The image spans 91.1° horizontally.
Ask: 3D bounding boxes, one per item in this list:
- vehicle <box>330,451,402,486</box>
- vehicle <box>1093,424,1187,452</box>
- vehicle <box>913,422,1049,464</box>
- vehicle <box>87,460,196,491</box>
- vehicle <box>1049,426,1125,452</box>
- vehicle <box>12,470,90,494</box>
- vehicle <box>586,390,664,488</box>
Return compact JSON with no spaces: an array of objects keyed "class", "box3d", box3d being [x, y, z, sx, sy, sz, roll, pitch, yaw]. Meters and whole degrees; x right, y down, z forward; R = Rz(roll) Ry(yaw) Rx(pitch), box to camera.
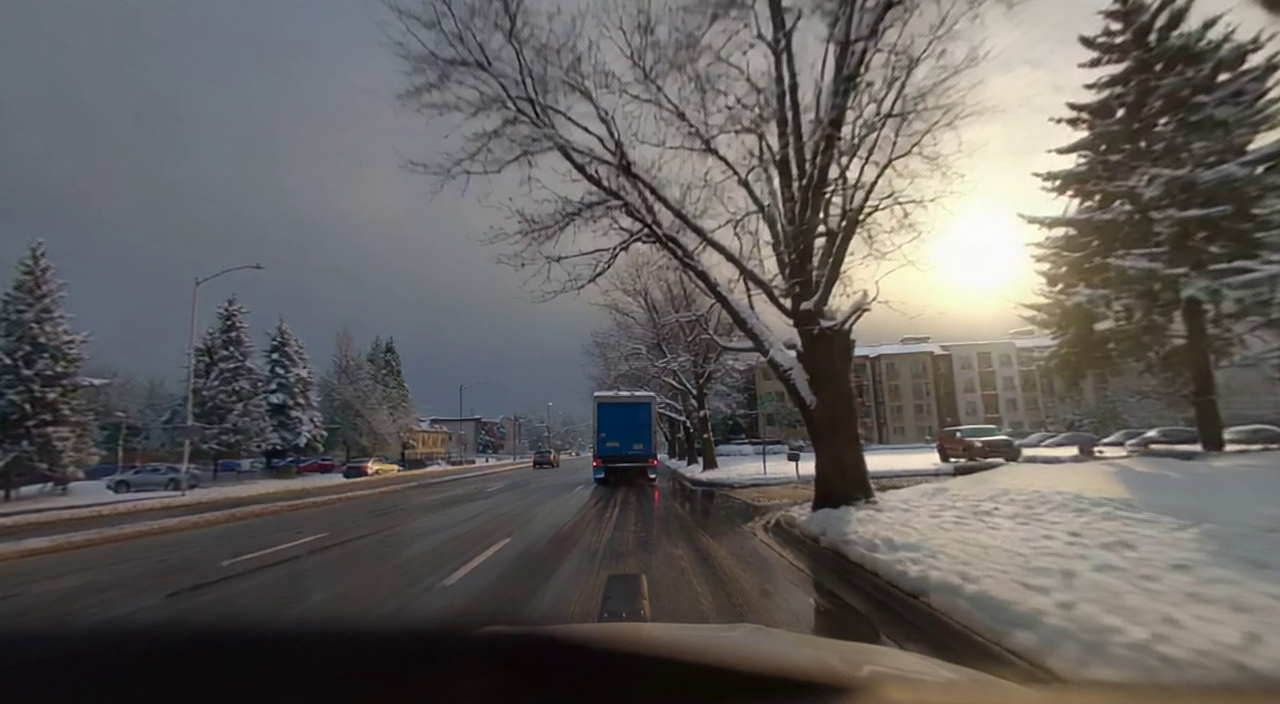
[{"class":"vehicle","box3d":[-14.344,6.077,33.129,1.958,1.672,4.283,0,-9,-1]},{"class":"vehicle","box3d":[25.993,4.476,32.699,3.537,1.393,1.581,0,-10,-2]},{"class":"vehicle","box3d":[13.424,3.606,24.915,4.321,1.579,1.823,0,-8,0]},{"class":"vehicle","box3d":[-34.372,8.541,43.384,5.452,1.994,2.312,0,-9,0]},{"class":"vehicle","box3d":[27.010,5.310,37.984,3.313,1.373,1.590,-2,-10,-1]},{"class":"vehicle","box3d":[-39.782,8.748,42.434,1.645,1.416,3.497,-6,-10,39]},{"class":"vehicle","box3d":[-0.603,3.921,27.930,2.905,3.644,8.807,0,-9,0]}]
